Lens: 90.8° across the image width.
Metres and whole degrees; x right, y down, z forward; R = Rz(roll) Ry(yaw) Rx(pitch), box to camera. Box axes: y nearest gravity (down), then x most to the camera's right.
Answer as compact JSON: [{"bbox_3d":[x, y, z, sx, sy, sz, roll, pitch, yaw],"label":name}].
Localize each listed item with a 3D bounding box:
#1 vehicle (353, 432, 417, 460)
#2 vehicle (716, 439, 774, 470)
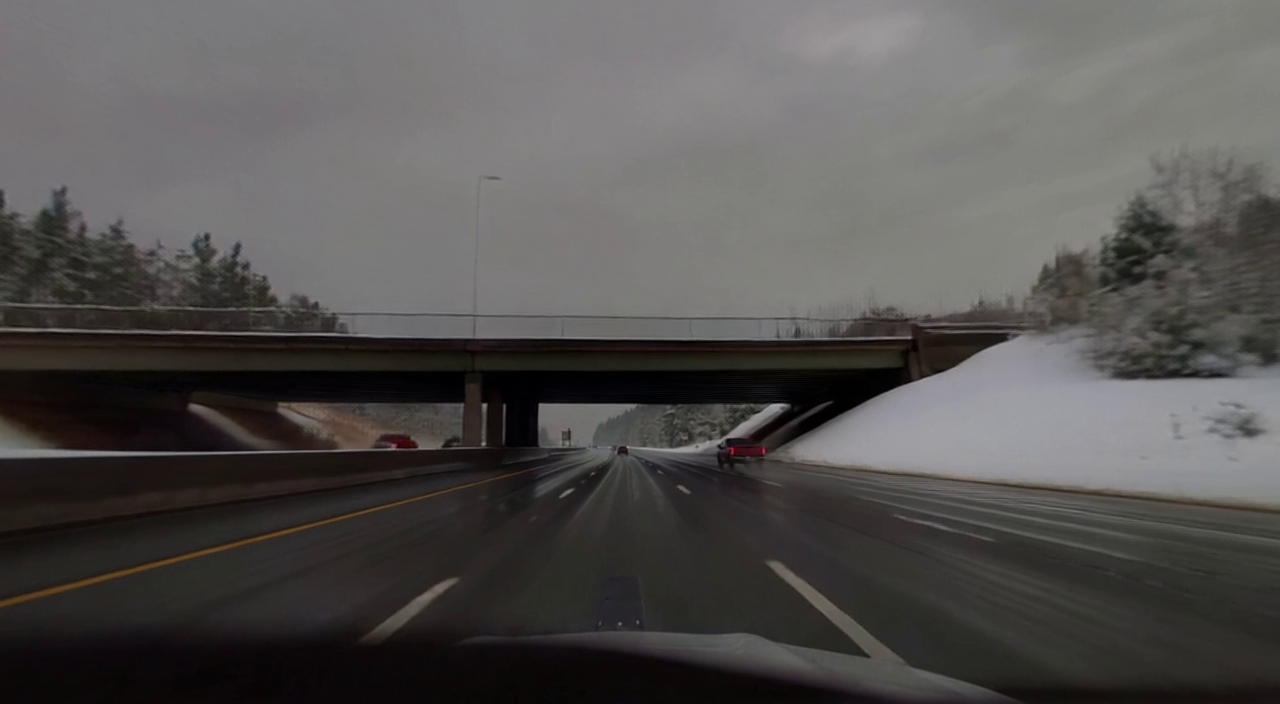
[{"bbox_3d":[-16.171,6.025,40.328,2.030,1.659,4.895,0,-9,0],"label":"vehicle"},{"bbox_3d":[6.548,6.482,40.183,2.395,1.819,6.086,0,-9,-2],"label":"vehicle"}]
